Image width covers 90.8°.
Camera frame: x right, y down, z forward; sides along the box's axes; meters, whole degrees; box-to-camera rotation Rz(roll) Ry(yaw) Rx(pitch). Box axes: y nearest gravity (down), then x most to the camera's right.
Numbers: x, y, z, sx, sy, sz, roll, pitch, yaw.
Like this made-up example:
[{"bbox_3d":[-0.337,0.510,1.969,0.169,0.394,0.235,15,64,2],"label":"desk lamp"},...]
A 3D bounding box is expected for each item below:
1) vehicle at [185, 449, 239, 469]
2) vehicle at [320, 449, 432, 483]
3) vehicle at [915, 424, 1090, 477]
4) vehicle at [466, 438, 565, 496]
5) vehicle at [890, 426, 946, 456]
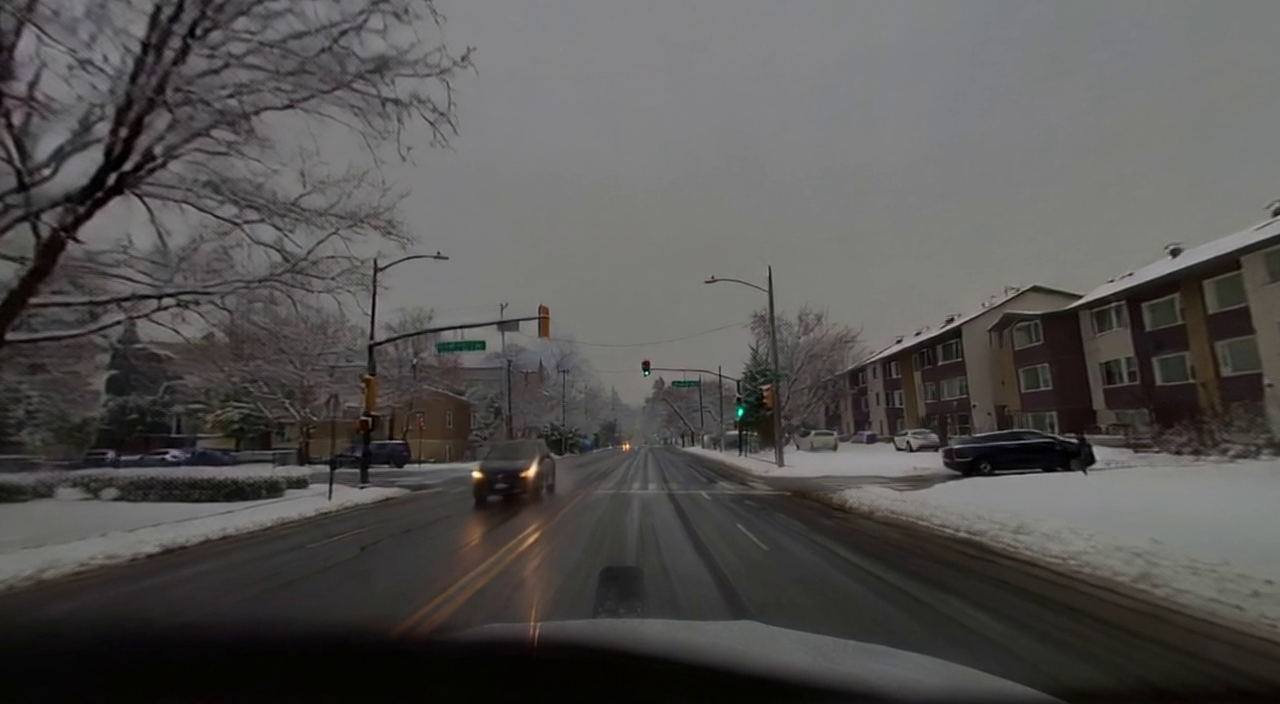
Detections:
[{"bbox_3d":[-32.983,8.259,48.810,1.649,1.428,3.898,1,-9,-5],"label":"vehicle"},{"bbox_3d":[-11.705,5.064,28.136,4.135,1.424,1.945,-1,-9,8],"label":"vehicle"},{"bbox_3d":[12.748,3.491,22.457,4.908,1.521,2.108,-2,-9,-5],"label":"vehicle"},{"bbox_3d":[-3.546,3.370,18.883,2.015,1.508,4.353,0,-9,1],"label":"vehicle"},{"bbox_3d":[17.096,5.515,39.100,2.013,1.722,4.007,-2,-9,7],"label":"vehicle"}]
